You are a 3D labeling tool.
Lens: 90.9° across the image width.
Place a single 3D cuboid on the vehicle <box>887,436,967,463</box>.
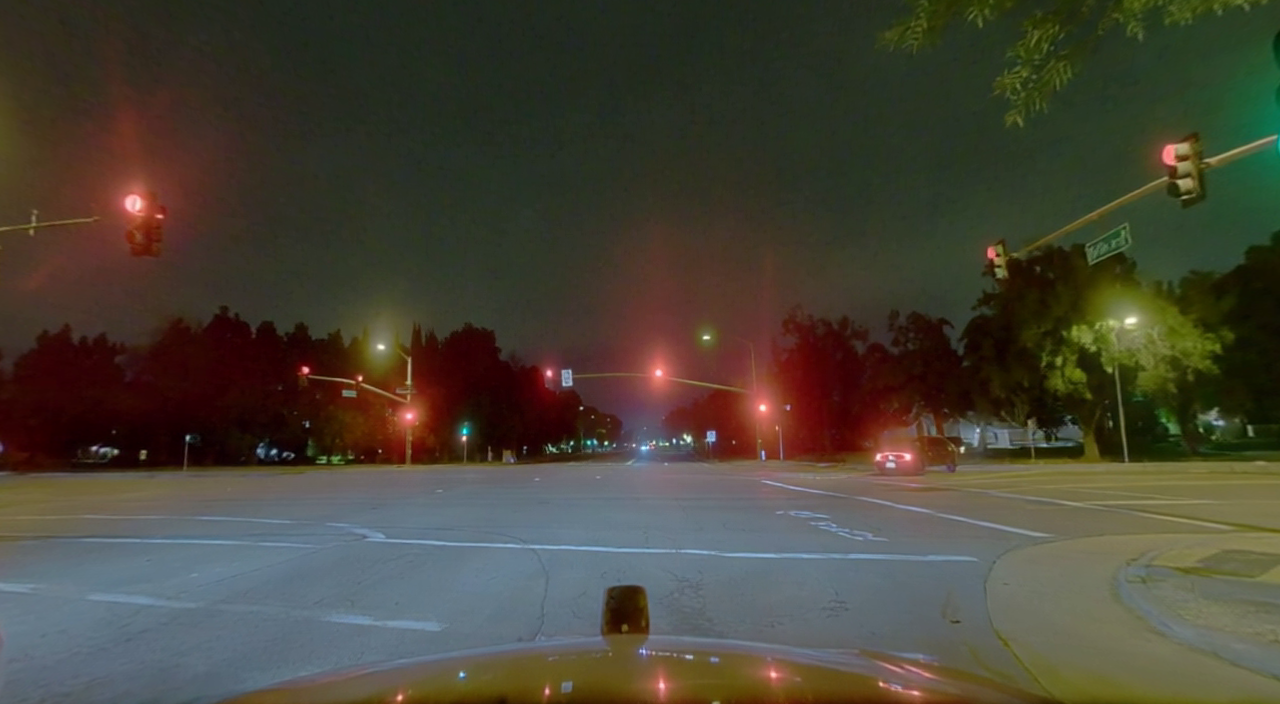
[{"bbox_3d":[16.112,5.510,35.584,3.952,1.468,1.768,-4,-9,22],"label":"vehicle"}]
